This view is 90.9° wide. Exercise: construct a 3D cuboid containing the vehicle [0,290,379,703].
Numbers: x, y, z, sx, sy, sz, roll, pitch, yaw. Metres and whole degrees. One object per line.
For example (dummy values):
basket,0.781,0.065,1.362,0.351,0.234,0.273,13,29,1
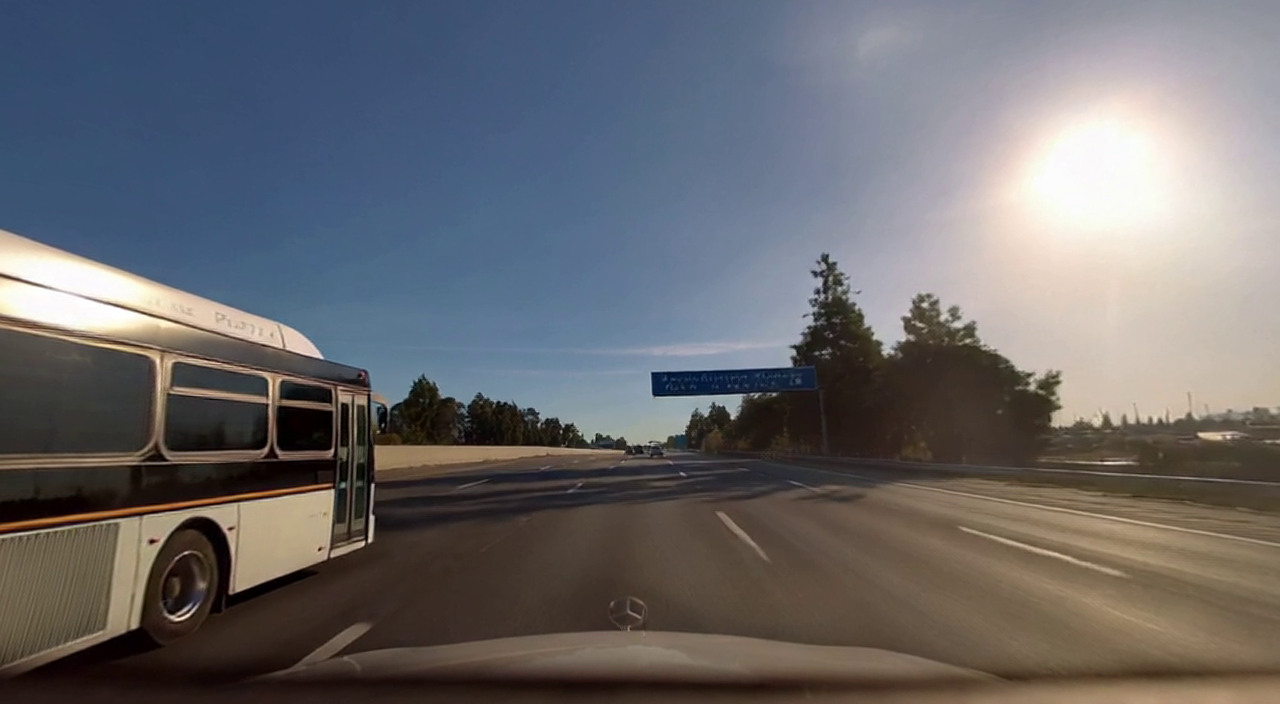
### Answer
vehicle,-4.047,0.929,4.422,2.127,1.985,5.205,-1,-8,1
